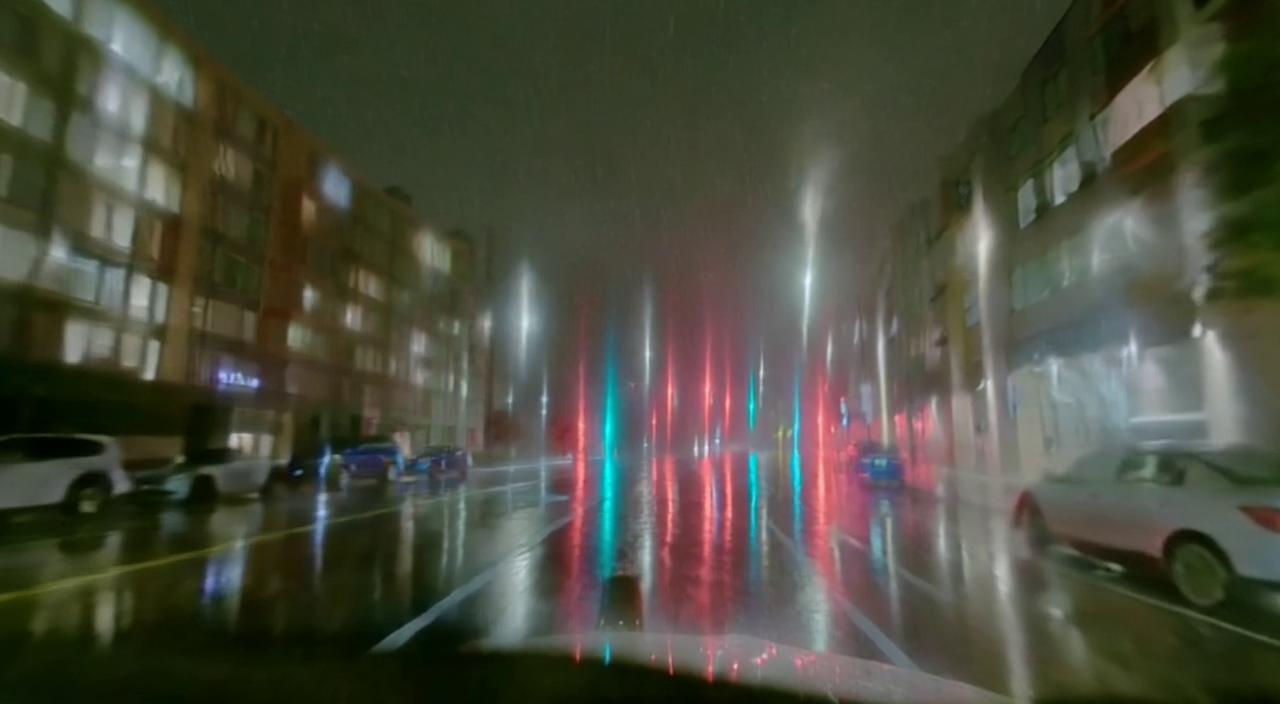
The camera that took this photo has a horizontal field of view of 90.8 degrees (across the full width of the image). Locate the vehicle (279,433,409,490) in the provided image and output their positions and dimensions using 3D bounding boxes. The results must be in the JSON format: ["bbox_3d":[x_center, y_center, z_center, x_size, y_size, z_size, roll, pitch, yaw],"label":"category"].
[{"bbox_3d":[-10.801,4.019,23.534,2.083,1.882,4.642,-1,-8,8],"label":"vehicle"}]

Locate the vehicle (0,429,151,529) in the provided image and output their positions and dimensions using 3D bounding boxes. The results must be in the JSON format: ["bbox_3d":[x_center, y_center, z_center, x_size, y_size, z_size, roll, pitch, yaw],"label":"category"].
[{"bbox_3d":[-12.291,2.372,11.968,1.933,1.759,5.002,0,-8,1],"label":"vehicle"}]

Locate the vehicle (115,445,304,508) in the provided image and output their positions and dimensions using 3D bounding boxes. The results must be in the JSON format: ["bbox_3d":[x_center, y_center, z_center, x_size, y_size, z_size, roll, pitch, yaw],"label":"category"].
[{"bbox_3d":[-11.748,3.371,17.707,1.830,1.497,4.436,-1,-8,7],"label":"vehicle"}]

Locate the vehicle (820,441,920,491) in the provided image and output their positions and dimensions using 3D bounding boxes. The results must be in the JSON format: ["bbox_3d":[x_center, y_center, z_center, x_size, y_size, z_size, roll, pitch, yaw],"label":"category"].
[{"bbox_3d":[7.618,3.796,21.533,2.010,1.473,5.353,-1,-8,7],"label":"vehicle"}]

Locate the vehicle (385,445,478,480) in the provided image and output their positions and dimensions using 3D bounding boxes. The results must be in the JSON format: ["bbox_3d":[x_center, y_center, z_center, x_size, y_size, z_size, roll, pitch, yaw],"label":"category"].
[{"bbox_3d":[-9.582,5.088,29.481,1.894,1.493,4.902,-2,-8,11],"label":"vehicle"}]

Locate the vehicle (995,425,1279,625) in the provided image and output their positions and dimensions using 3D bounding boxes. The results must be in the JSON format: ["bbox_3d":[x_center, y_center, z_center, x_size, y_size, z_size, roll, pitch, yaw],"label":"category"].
[{"bbox_3d":[5.987,1.558,6.449,2.049,1.517,4.830,0,-8,2],"label":"vehicle"}]
